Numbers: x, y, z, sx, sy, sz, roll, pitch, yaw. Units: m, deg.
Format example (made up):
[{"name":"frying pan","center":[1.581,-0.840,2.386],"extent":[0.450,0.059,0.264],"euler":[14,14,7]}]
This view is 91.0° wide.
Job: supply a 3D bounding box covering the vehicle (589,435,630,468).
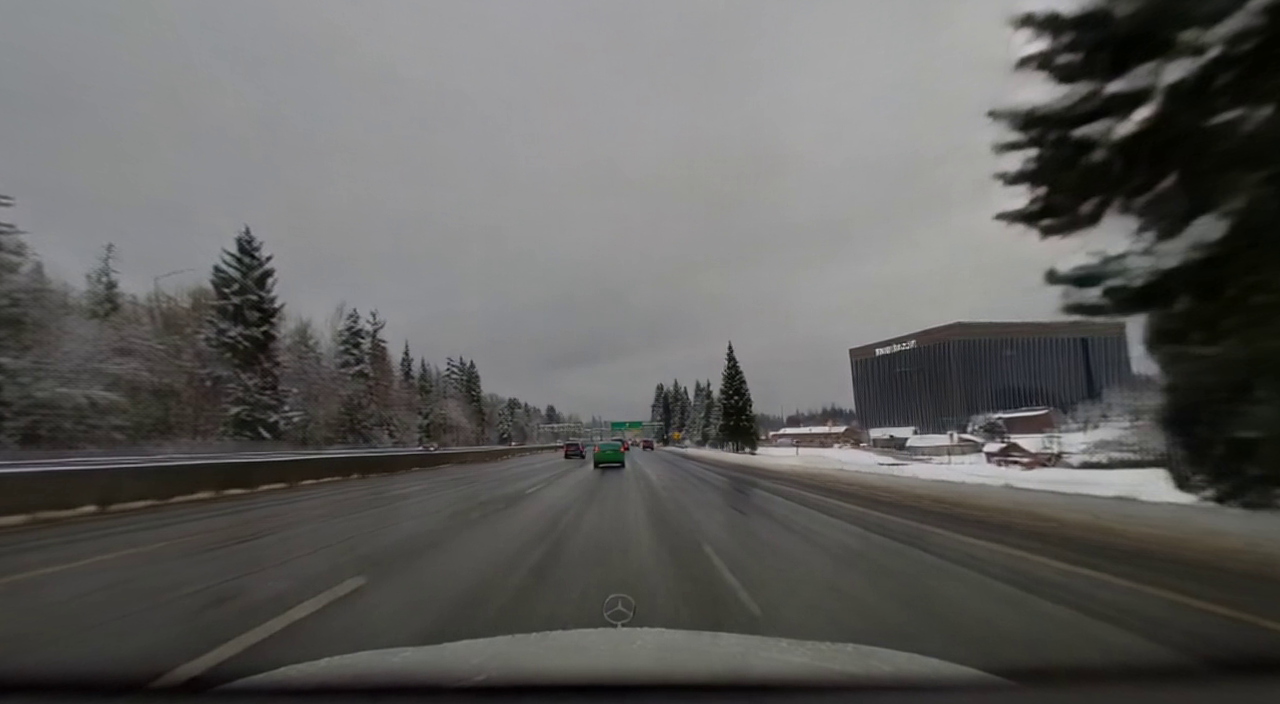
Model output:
[{"name":"vehicle","center":[-1.748,5.921,37.625],"extent":[2.302,1.810,4.707],"euler":[0,-8,-1]}]
